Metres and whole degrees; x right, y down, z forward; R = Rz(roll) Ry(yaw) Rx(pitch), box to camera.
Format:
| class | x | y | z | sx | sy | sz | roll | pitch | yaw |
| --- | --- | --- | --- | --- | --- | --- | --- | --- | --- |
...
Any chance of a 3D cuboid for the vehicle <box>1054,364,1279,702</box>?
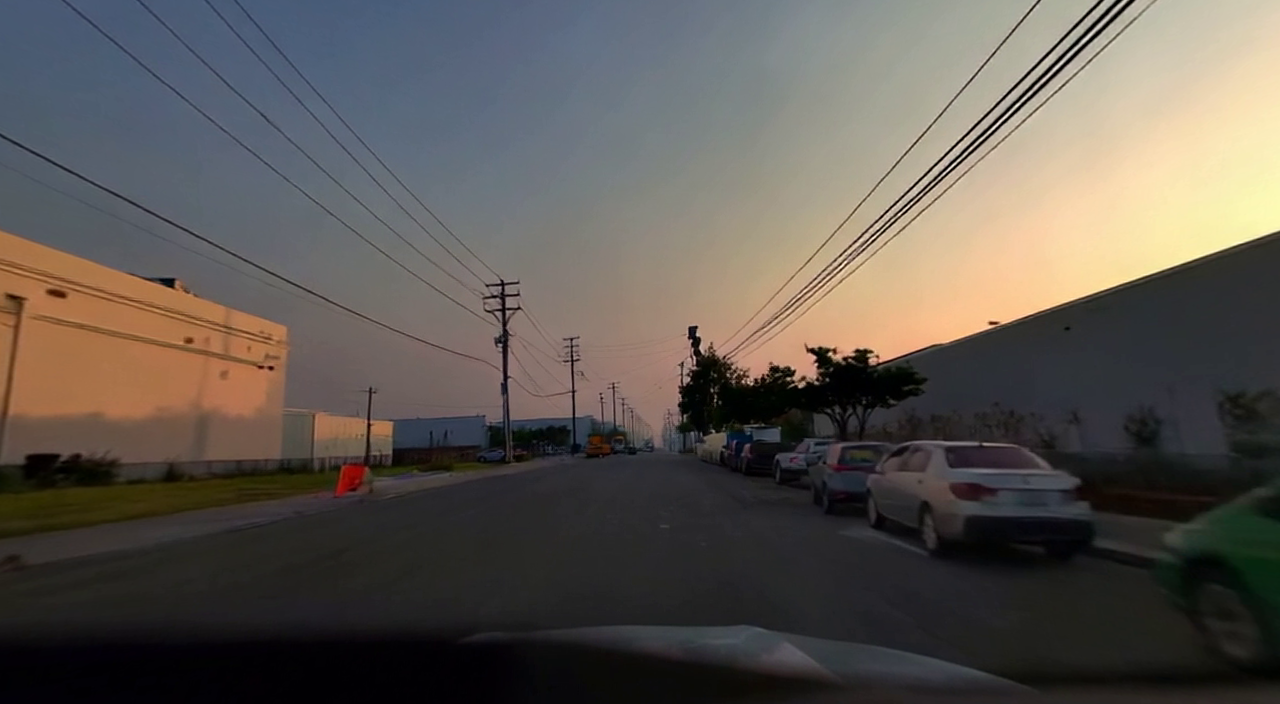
| class | x | y | z | sx | sy | sz | roll | pitch | yaw |
| --- | --- | --- | --- | --- | --- | --- | --- | --- | --- |
| vehicle | 4.392 | 0.807 | 2.338 | 2.009 | 1.776 | 5.440 | 0 | -8 | 0 |

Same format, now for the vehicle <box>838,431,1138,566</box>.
| class | x | y | z | sx | sy | sz | roll | pitch | yaw |
| --- | --- | --- | --- | --- | --- | --- | --- | --- | --- |
| vehicle | 4.557 | 1.956 | 9.332 | 1.878 | 1.455 | 4.671 | -1 | -8 | 2 |

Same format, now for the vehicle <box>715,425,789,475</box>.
| class | x | y | z | sx | sy | sz | roll | pitch | yaw |
| --- | --- | --- | --- | --- | --- | --- | --- | --- | --- |
| vehicle | 4.932 | 4.434 | 28.768 | 2.425 | 1.977 | 5.915 | -1 | -8 | 2 |
